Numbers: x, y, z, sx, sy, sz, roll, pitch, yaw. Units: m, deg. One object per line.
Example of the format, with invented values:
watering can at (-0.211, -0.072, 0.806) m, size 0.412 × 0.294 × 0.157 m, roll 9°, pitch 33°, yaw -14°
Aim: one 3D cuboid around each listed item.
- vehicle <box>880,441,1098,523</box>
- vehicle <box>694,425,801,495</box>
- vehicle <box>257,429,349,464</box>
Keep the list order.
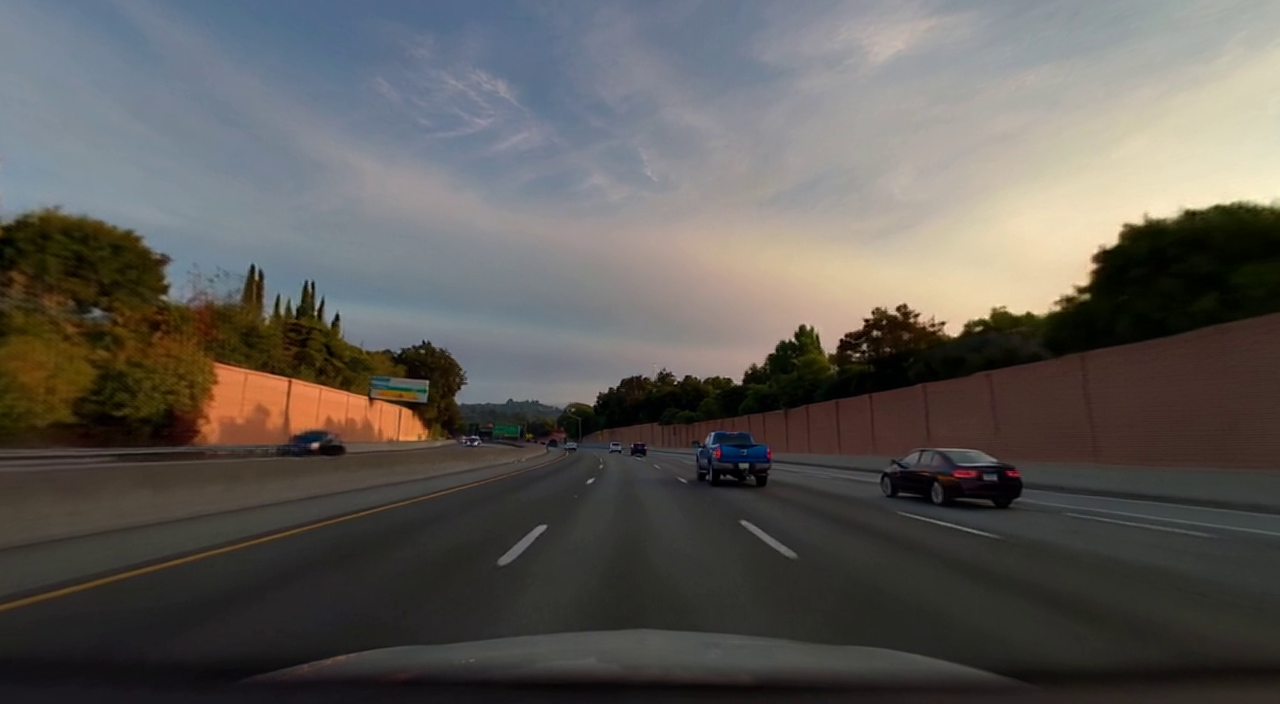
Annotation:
vehicle at (7.425, 2.775, 14.196) m, size 1.976 × 1.485 × 4.925 m, roll 0°, pitch -8°, yaw -2°
vehicle at (3.312, 3.484, 20.809) m, size 2.374 × 1.952 × 5.431 m, roll 0°, pitch -8°, yaw -2°
vehicle at (-18.280, 5.181, 34.555) m, size 2.300 × 1.752 × 5.188 m, roll 0°, pitch -8°, yaw -2°
